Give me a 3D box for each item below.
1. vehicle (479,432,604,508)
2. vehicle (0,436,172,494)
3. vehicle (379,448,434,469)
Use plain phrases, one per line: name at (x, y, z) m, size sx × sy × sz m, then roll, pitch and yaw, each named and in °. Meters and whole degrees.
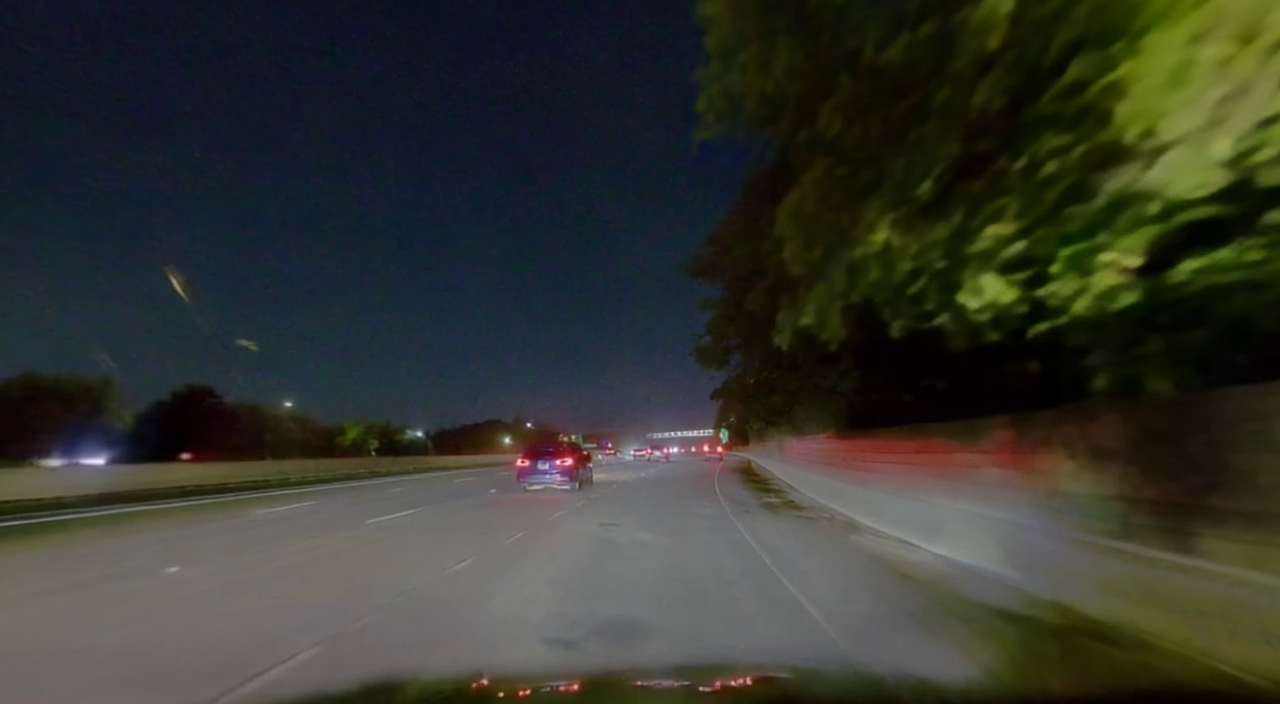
vehicle at (-2.316, 2.949, 16.344) m, size 2.082 × 1.638 × 4.644 m, roll -1°, pitch -8°, yaw 5°
vehicle at (-17.697, 3.515, 20.085) m, size 1.918 × 1.628 × 4.502 m, roll -1°, pitch -8°, yaw 5°
vehicle at (-17.268, 7.860, 46.935) m, size 1.795 × 1.454 × 4.467 m, roll -1°, pitch -8°, yaw 9°
